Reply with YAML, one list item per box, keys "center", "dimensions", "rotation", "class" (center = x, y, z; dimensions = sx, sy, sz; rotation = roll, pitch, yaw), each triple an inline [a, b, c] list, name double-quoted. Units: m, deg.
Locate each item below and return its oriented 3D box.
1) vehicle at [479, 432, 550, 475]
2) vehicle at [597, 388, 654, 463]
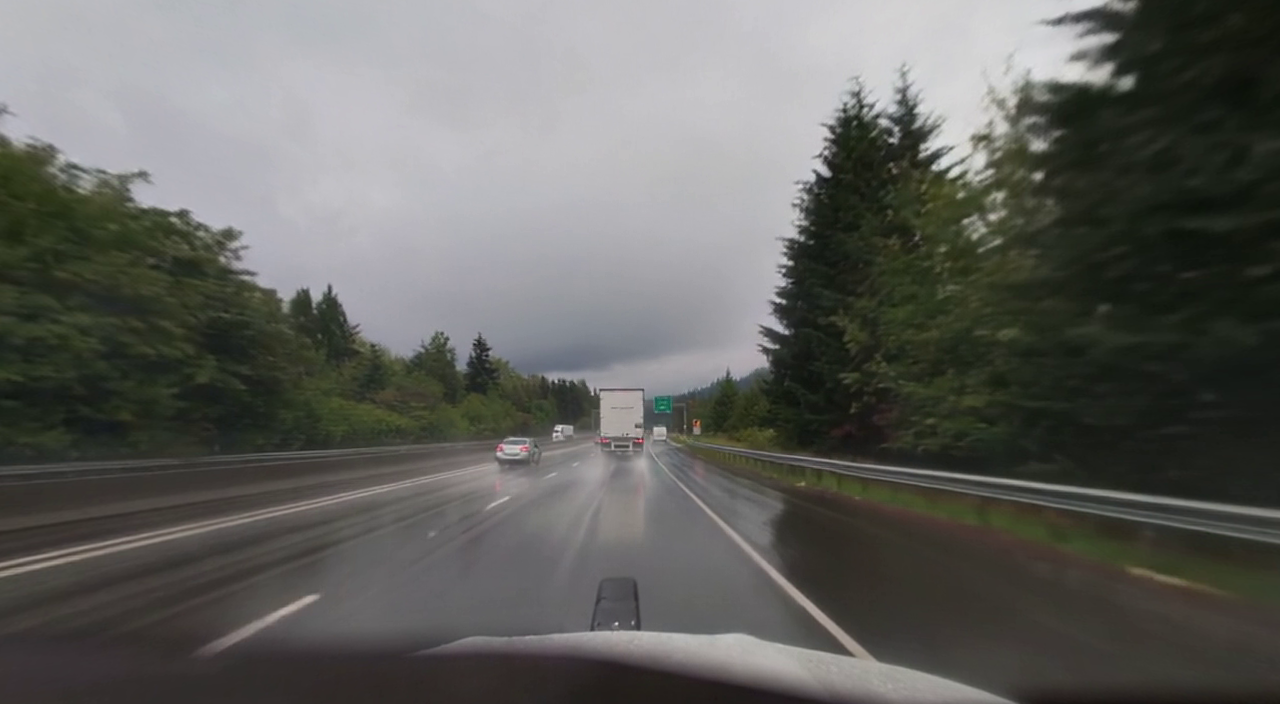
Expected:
- center: [-4.742, 3.873, 24.375]
  dimensions: [1.931, 1.479, 4.083]
  rotation: [0, -8, -1]
  class: "vehicle"
- center: [-0.851, 4.228, 35.734]
  dimensions: [2.855, 3.741, 8.587]
  rotation: [0, -8, -2]
  class: "vehicle"
